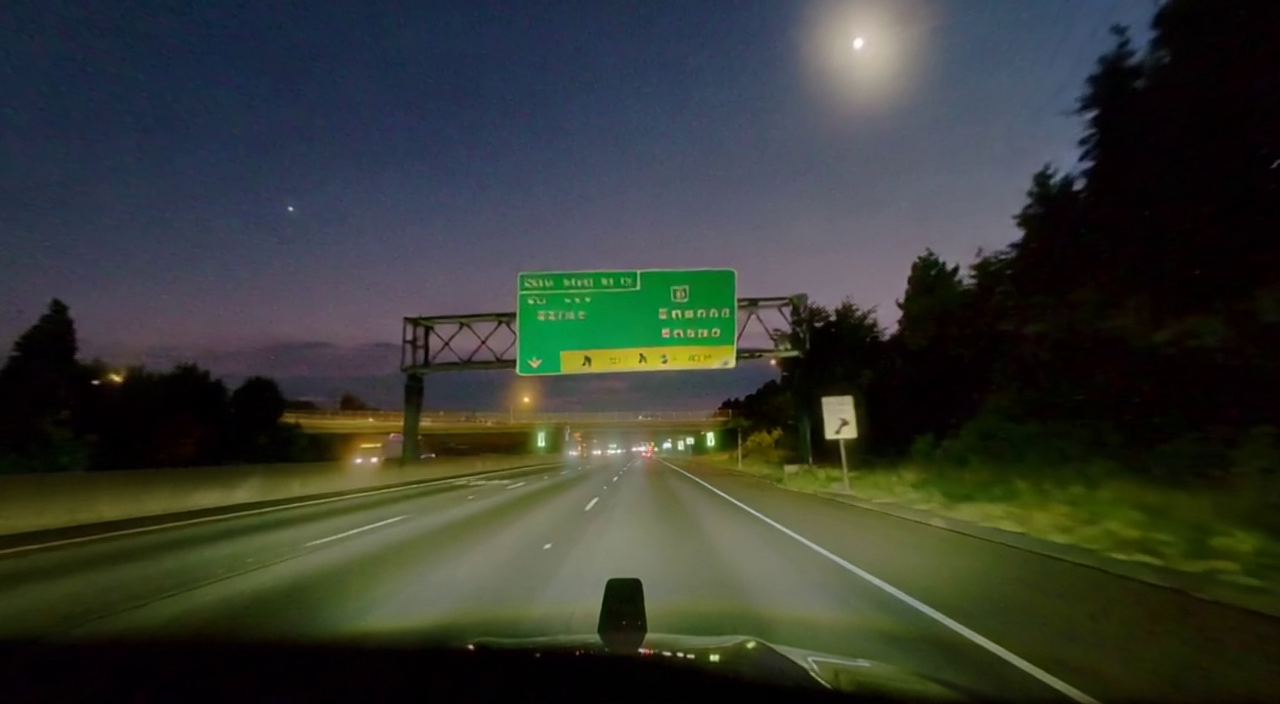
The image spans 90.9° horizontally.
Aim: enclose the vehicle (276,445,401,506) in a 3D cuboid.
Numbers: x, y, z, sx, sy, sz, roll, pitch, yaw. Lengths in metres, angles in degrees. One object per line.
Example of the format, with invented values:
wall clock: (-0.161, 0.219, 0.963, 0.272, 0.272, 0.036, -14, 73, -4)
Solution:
vehicle: (-21.233, 8.617, 45.642, 2.858, 3.768, 11.969, 0, -8, 2)
